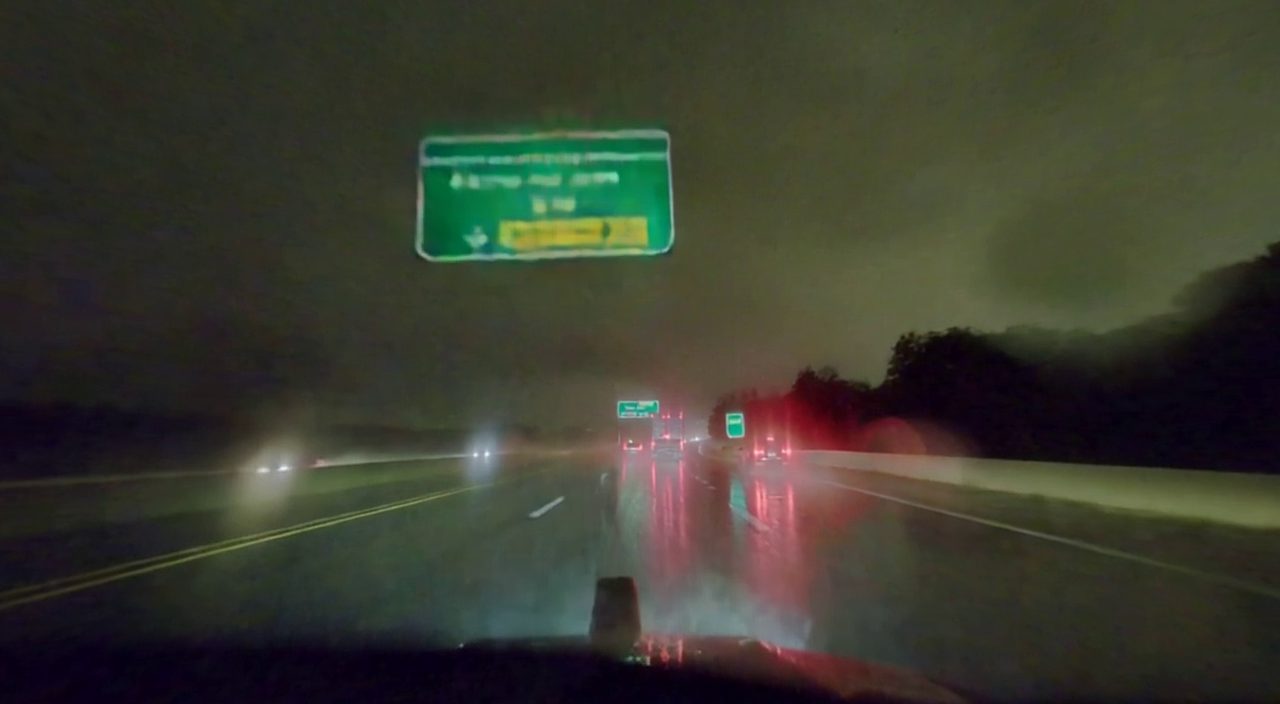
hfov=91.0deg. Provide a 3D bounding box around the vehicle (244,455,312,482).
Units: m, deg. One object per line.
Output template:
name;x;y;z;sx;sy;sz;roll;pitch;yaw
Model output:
vehicle;-22.120;7.088;38.633;1.724;1.445;3.887;-1;-8;3
